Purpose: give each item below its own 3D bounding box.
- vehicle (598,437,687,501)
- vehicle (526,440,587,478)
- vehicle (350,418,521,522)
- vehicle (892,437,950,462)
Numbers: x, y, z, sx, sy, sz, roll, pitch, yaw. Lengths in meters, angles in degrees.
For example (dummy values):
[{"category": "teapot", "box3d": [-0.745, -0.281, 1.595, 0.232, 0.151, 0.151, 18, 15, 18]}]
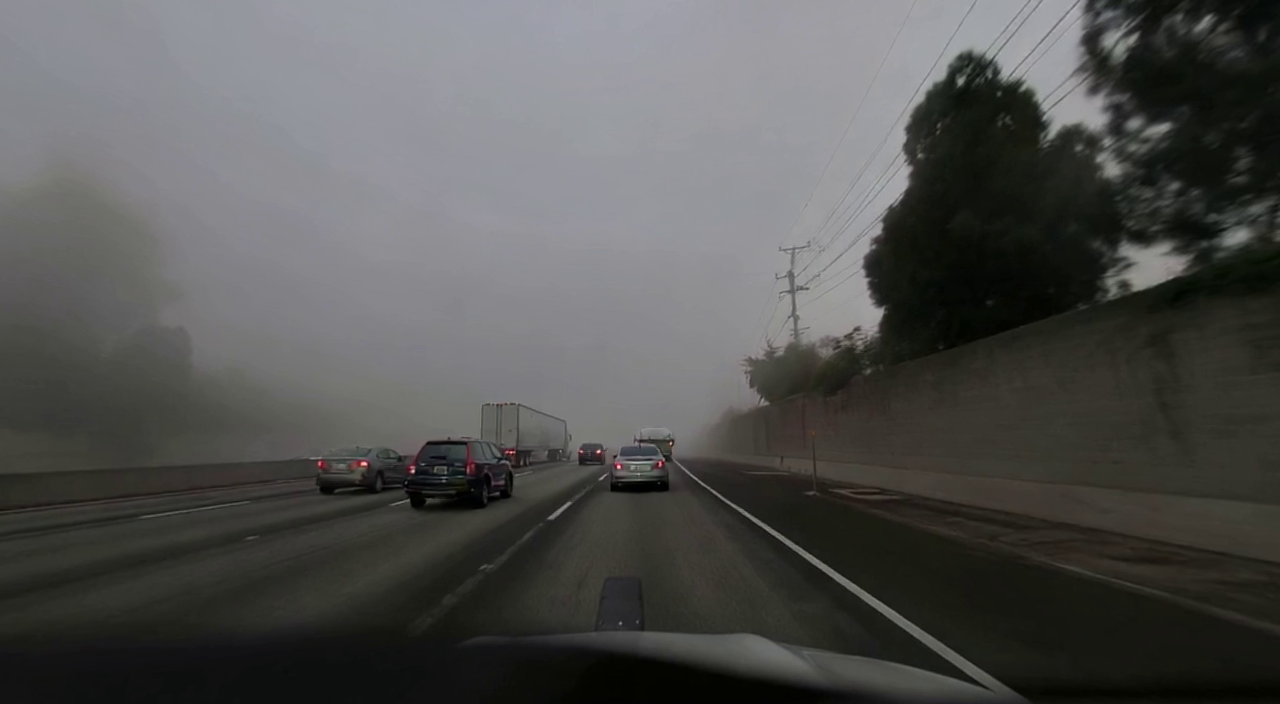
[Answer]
[{"category": "vehicle", "box3d": [0.057, 3.042, 16.794, 2.089, 1.477, 3.818, 0, -9, 0]}, {"category": "vehicle", "box3d": [-3.426, 4.489, 26.758, 1.870, 1.485, 4.304, 0, -9, 2]}, {"category": "vehicle", "box3d": [-3.814, 2.283, 12.708, 1.923, 1.716, 4.289, 0, -9, 1]}, {"category": "vehicle", "box3d": [18.546, 6.468, 41.908, 1.936, 1.591, 4.362, 0, -8, 2]}]
